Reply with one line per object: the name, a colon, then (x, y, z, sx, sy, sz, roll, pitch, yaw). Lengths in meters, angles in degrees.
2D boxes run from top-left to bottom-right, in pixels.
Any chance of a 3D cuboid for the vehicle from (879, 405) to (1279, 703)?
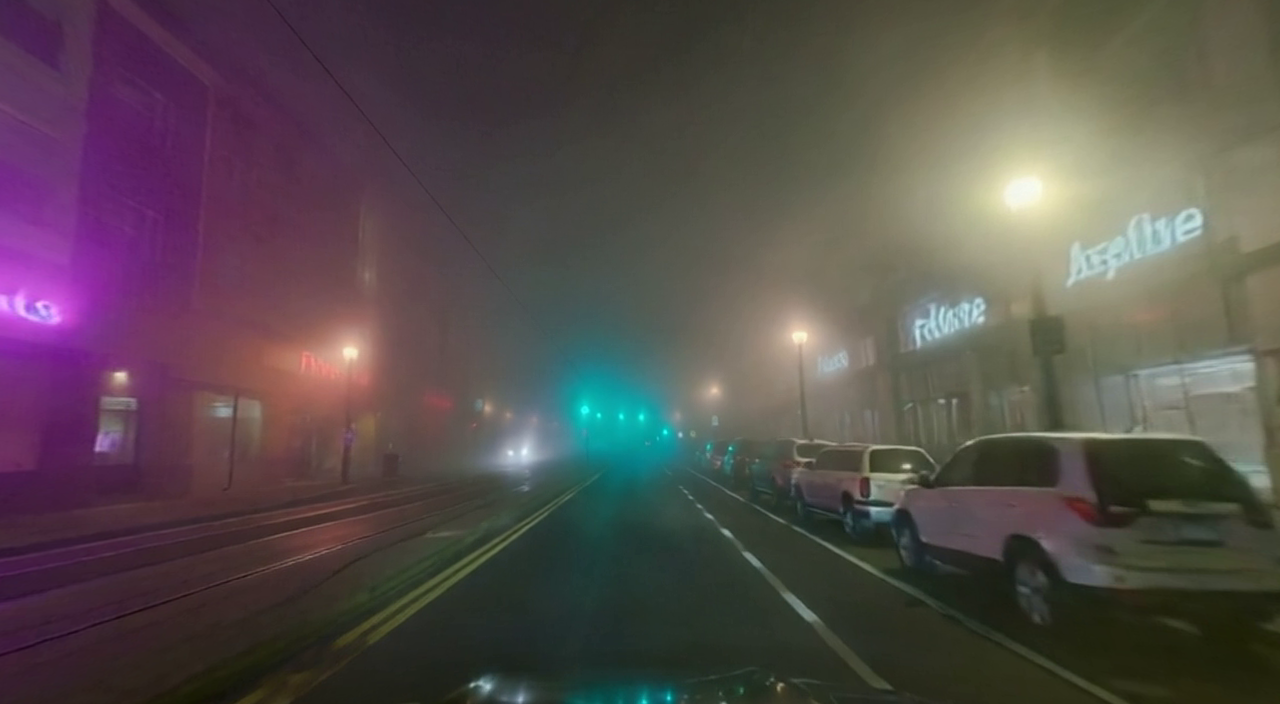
vehicle: (3.527, 1.310, 5.036, 1.819, 1.546, 3.681, 0, -8, 1)
